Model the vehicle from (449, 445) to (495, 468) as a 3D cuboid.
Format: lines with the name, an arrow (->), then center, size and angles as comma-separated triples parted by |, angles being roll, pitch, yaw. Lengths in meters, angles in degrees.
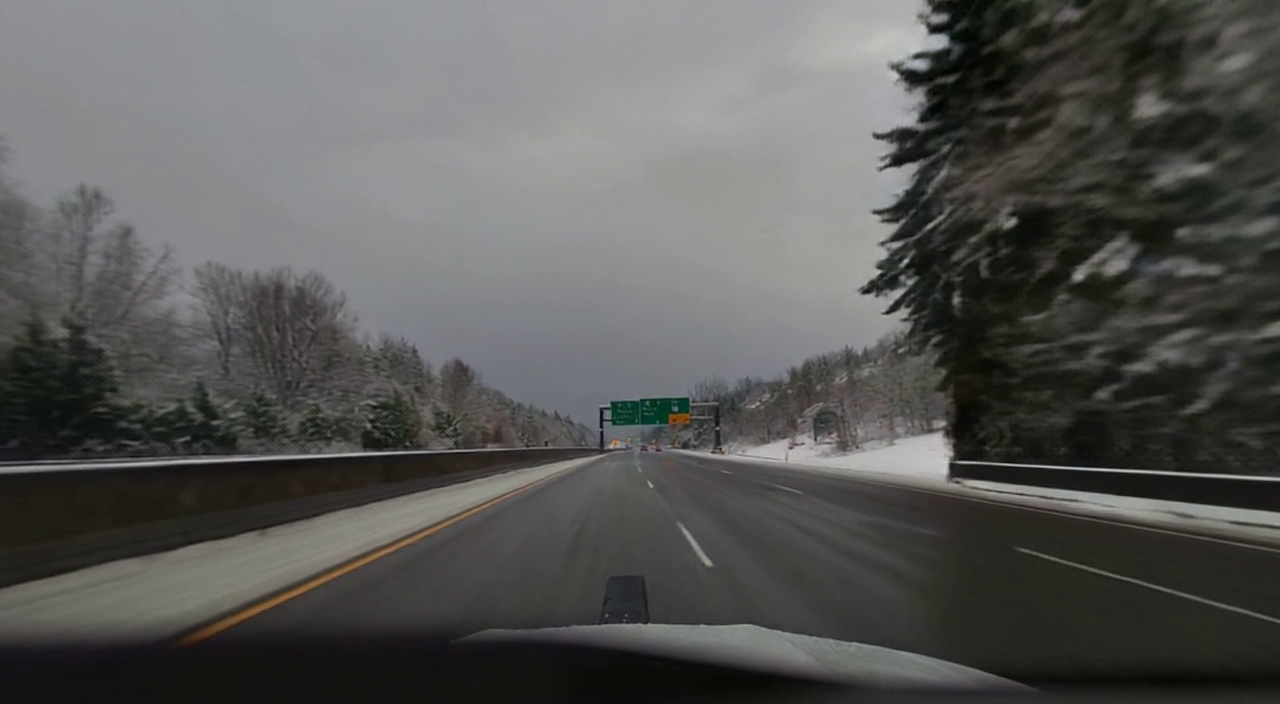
vehicle -> -11.437, 7.137, 43.124 | 1.918, 1.480, 4.343 | 0, -9, 0
